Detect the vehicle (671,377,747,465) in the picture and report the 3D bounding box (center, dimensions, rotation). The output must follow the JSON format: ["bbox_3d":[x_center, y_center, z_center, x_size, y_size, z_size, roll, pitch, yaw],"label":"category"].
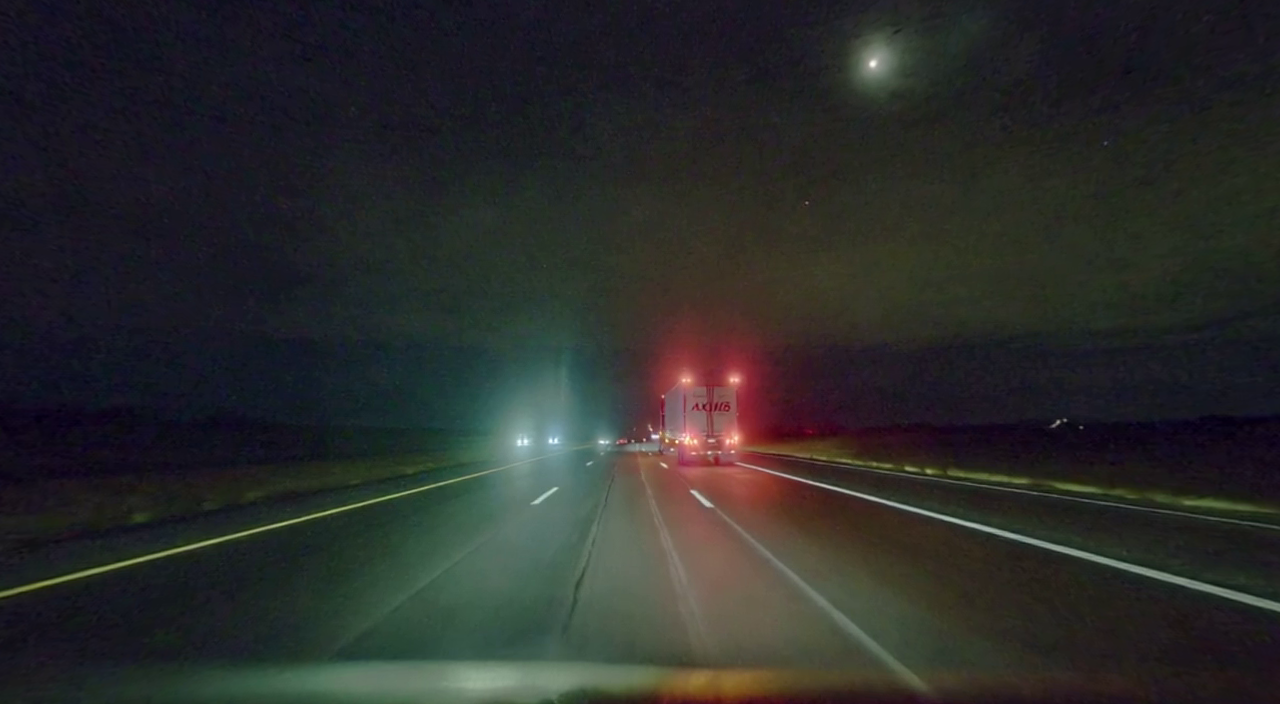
[{"bbox_3d":[3.399,3.770,33.434,2.880,3.986,9.103,0,-8,-1],"label":"vehicle"}]
